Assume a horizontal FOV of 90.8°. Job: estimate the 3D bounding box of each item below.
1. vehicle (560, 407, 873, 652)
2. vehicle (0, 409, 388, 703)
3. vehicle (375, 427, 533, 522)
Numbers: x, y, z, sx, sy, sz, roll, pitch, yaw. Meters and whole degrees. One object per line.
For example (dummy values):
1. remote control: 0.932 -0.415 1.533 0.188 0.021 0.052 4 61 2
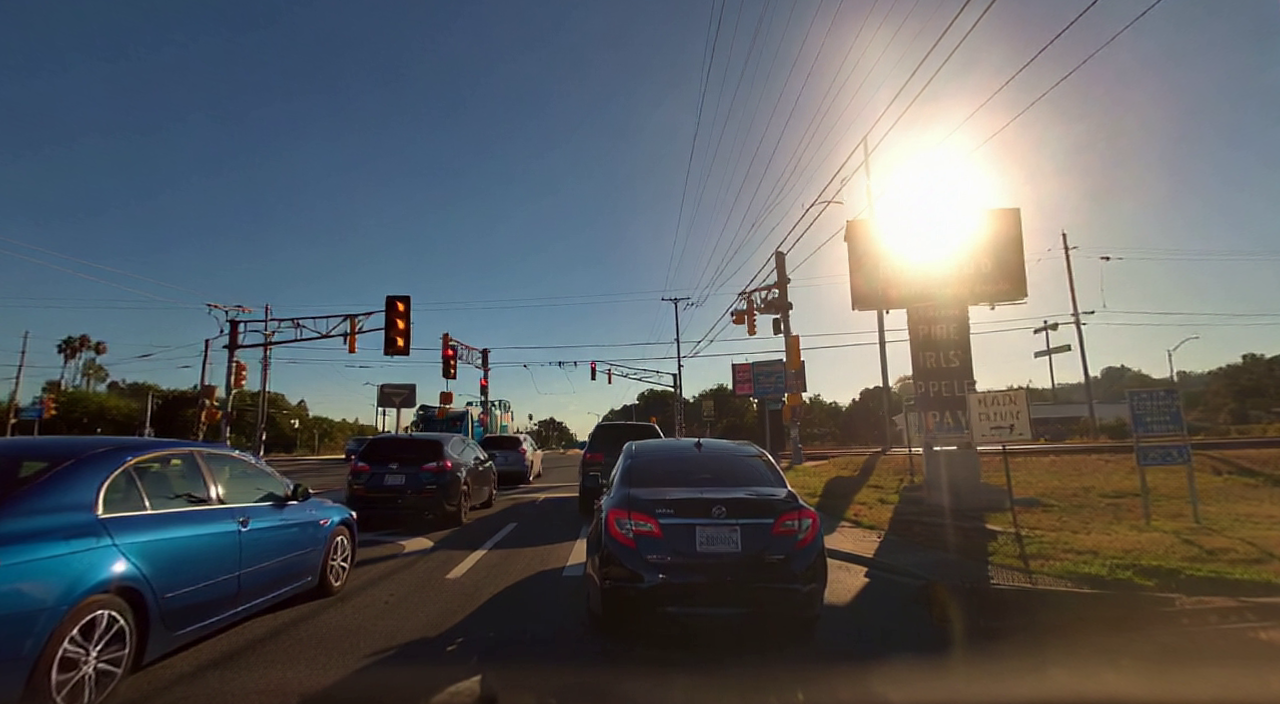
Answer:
1. vehicle: 0.389 1.419 6.064 1.998 1.529 3.960 0 -9 -3
2. vehicle: -3.707 1.249 4.458 1.956 1.468 4.585 0 -9 0
3. vehicle: -3.357 2.289 12.292 1.984 1.505 3.982 0 -9 -2
